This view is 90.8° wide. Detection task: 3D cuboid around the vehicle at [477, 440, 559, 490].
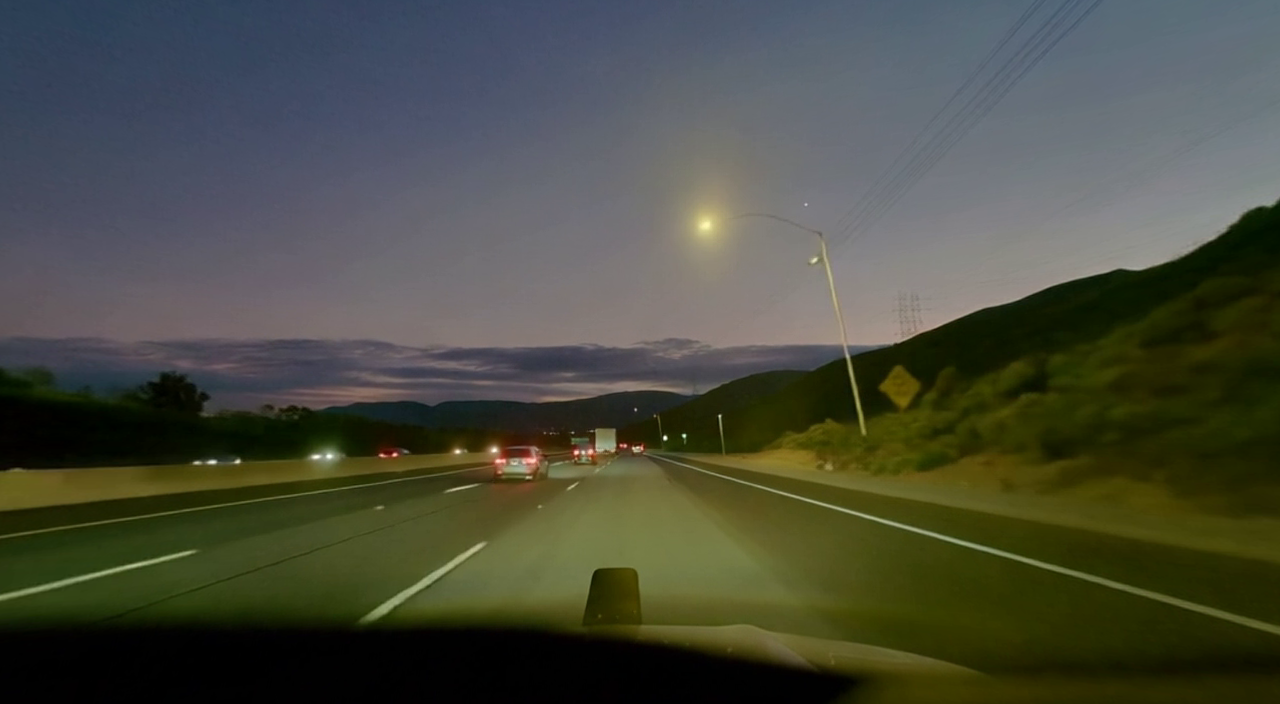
[{"bbox_3d":[-4.097,3.877,22.015,1.963,1.533,4.477,0,-9,0],"label":"vehicle"}]
